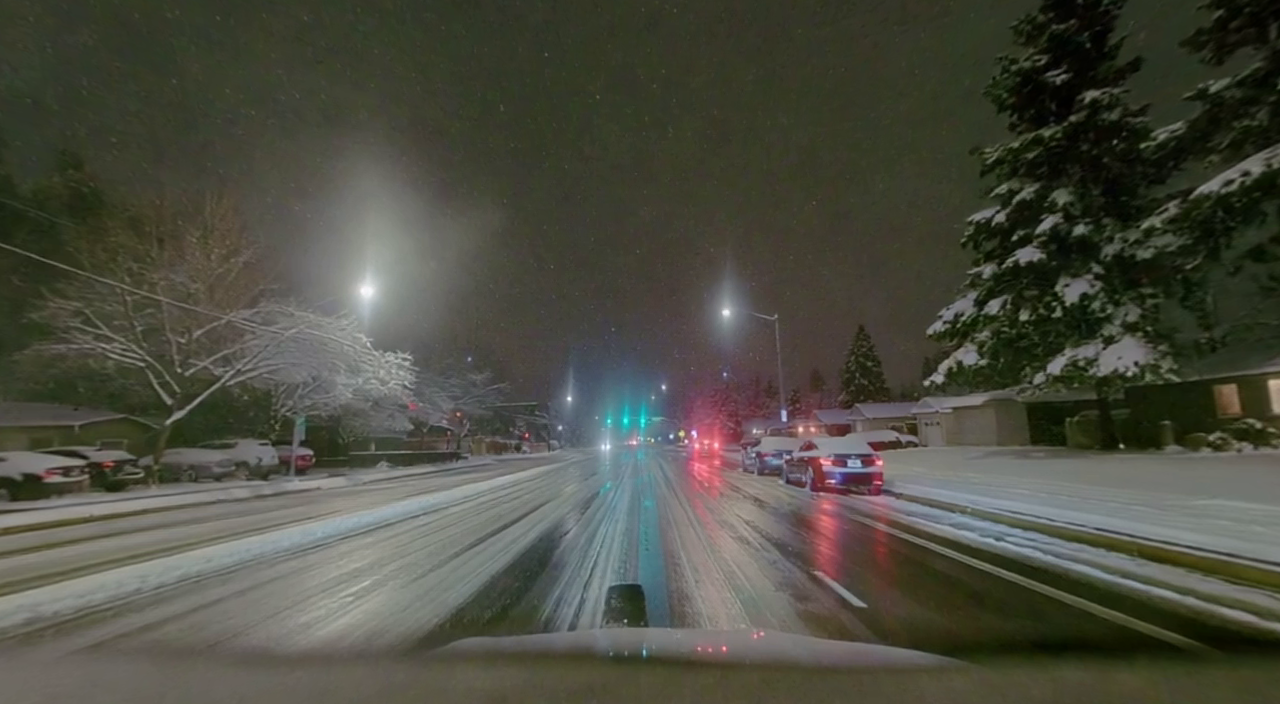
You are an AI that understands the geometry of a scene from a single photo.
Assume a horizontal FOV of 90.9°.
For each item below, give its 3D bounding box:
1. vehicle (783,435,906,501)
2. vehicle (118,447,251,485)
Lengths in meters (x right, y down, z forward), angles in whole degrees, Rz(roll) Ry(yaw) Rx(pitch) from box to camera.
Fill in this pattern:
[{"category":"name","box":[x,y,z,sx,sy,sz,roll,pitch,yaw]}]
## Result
[{"category":"vehicle","box":[5.173,2.976,16.599,1.895,1.487,4.176,0,-8,1]},{"category":"vehicle","box":[-19.239,4.809,26.756,4.145,1.555,1.901,0,-8,1]}]
